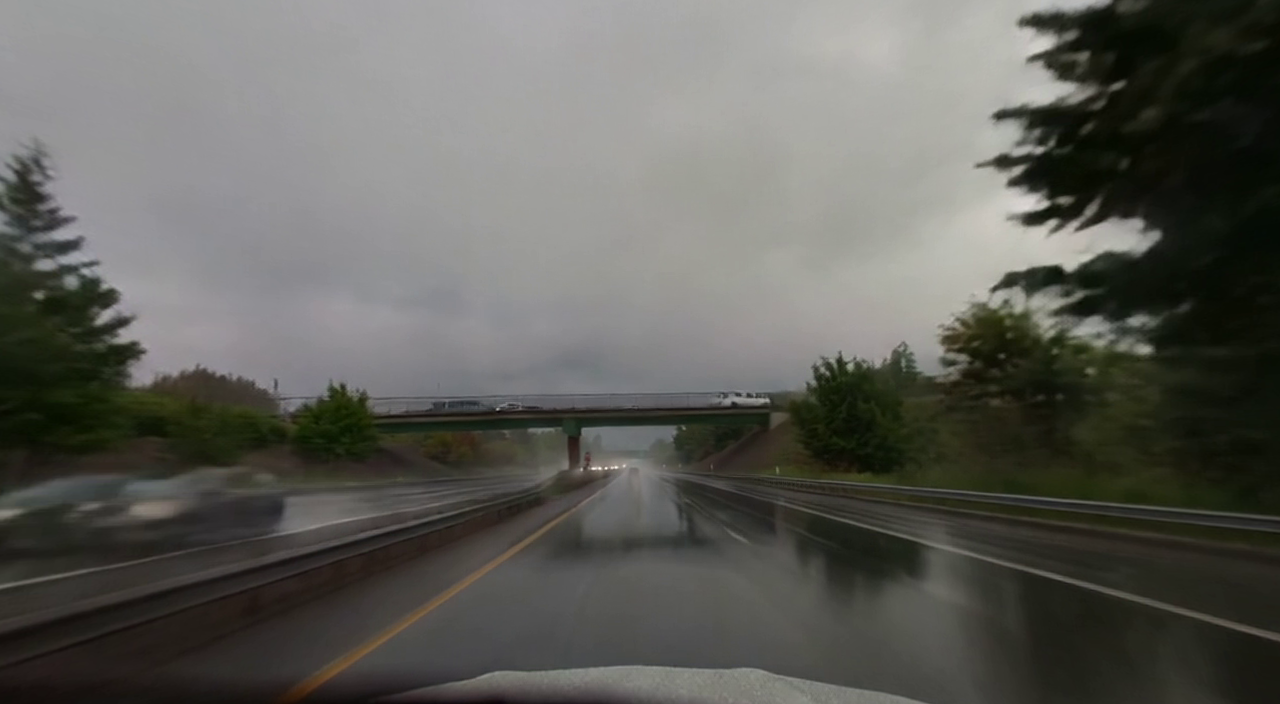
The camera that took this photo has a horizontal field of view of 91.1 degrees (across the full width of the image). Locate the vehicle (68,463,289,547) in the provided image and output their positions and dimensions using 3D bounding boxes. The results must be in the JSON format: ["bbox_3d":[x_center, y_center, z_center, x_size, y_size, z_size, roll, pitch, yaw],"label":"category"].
[{"bbox_3d":[-9.523,3.156,13.414,1.827,1.492,3.722,1,-10,0],"label":"vehicle"}]

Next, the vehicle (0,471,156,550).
[{"bbox_3d":[-13.499,3.399,13.829,1.921,1.467,4.670,1,-11,0],"label":"vehicle"}]
